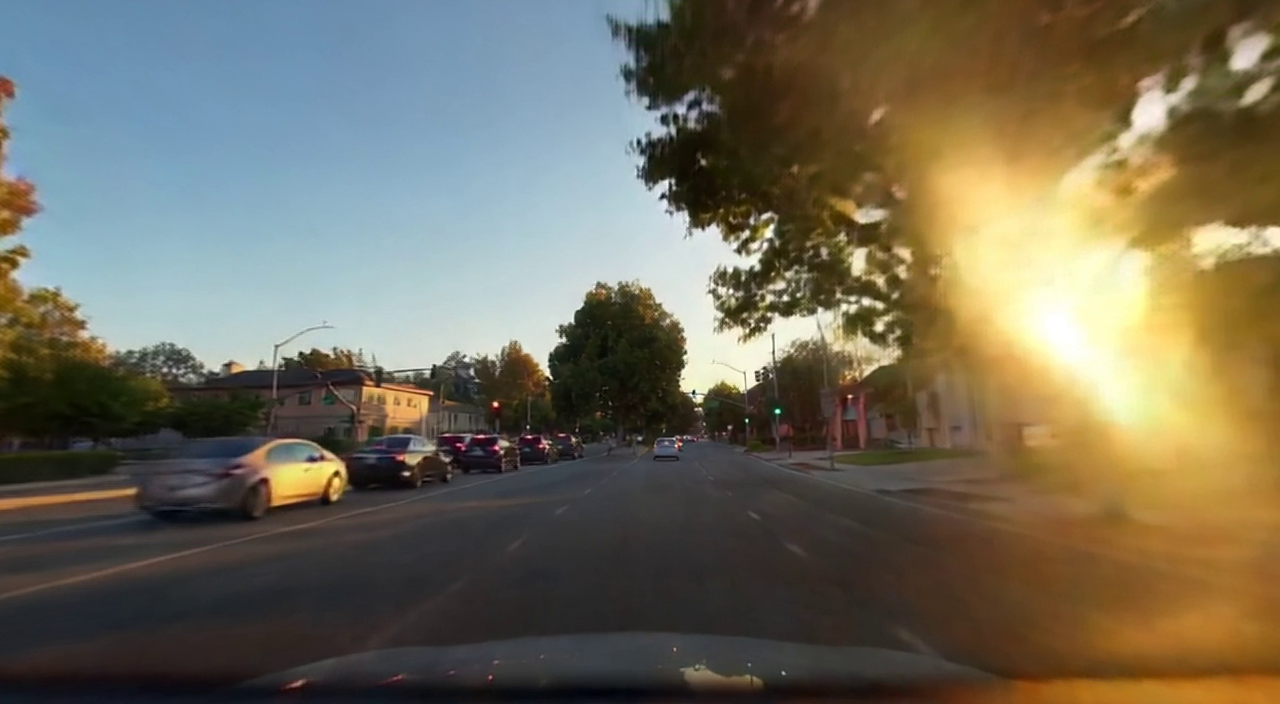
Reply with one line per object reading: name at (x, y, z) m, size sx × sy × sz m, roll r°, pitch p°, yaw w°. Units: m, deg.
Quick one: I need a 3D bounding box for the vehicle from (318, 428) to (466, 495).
vehicle at (-6.729, 3.026, 17.815) m, size 2.121 × 1.630 × 4.642 m, roll 0°, pitch -8°, yaw 3°

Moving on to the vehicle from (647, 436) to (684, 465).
vehicle at (1.624, 6.102, 39.168) m, size 2.197 × 1.682 × 3.642 m, roll -1°, pitch -9°, yaw 4°

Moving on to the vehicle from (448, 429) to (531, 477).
vehicle at (-6.133, 4.183, 26.326) m, size 1.951 × 1.809 × 4.917 m, roll -1°, pitch -8°, yaw 4°

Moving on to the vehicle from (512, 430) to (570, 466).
vehicle at (-5.440, 5.409, 35.469) m, size 2.111 × 1.864 × 4.932 m, roll -1°, pitch -9°, yaw 4°

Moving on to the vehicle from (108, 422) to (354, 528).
vehicle at (-7.175, 2.173, 11.634) m, size 1.870 × 1.616 × 3.765 m, roll 0°, pitch -8°, yaw 2°
